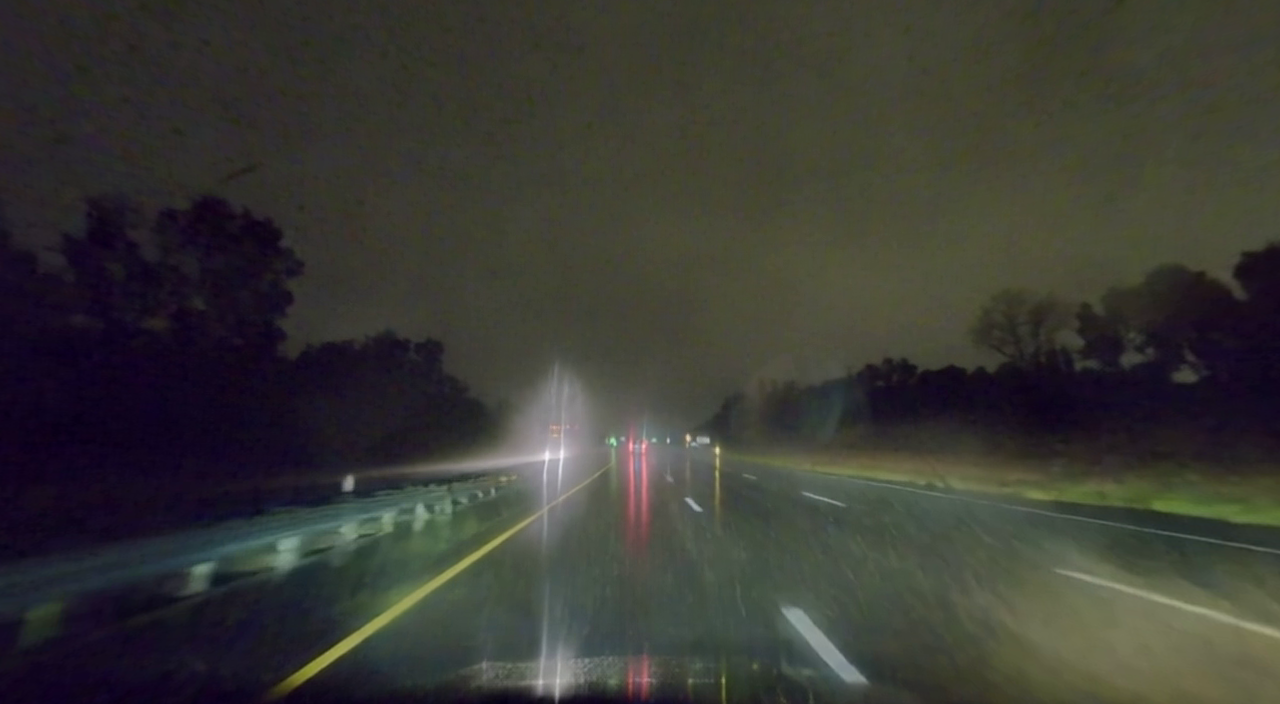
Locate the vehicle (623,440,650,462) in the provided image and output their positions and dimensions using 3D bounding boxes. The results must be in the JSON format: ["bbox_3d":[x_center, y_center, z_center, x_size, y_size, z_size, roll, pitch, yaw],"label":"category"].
[{"bbox_3d":[-0.245,7.525,48.020,2.009,1.554,4.013,0,-8,0],"label":"vehicle"}]
